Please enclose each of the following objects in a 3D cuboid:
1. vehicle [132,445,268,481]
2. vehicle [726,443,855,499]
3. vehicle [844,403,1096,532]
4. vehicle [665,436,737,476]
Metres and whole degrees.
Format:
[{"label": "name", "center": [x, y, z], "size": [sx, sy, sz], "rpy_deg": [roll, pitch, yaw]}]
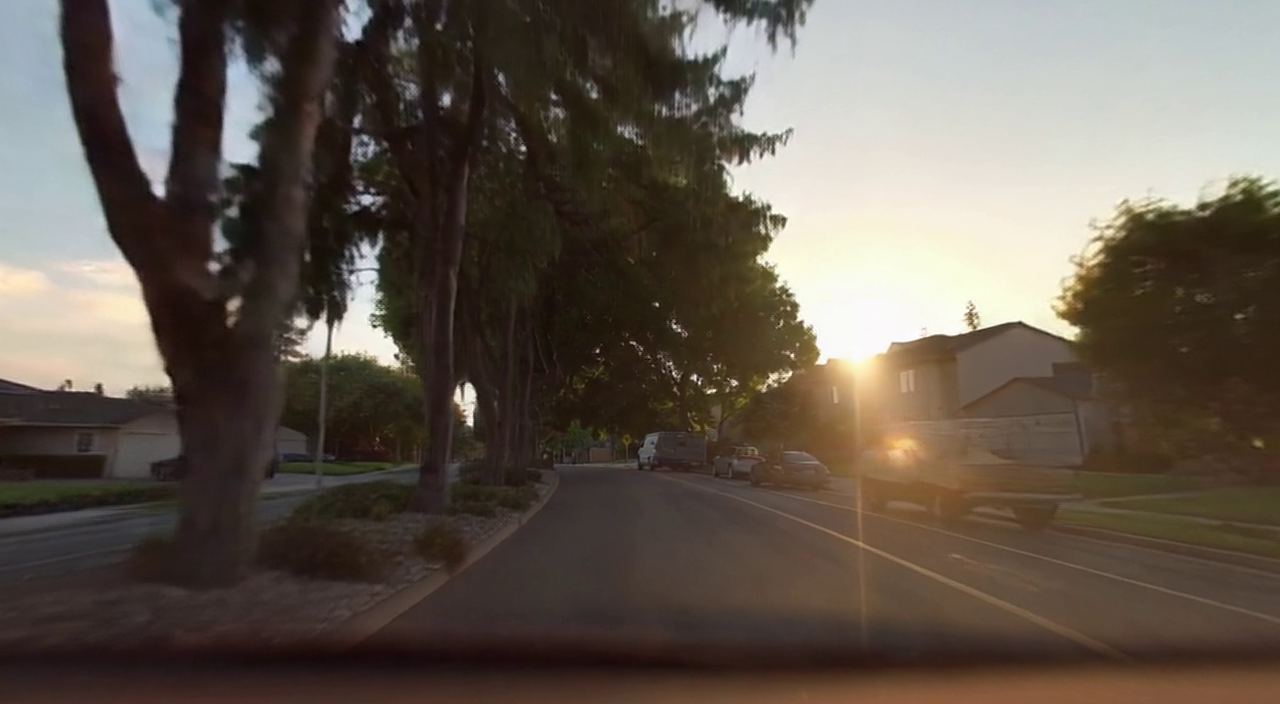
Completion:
[{"label": "vehicle", "center": [-19.514, 4.917, 28.253], "size": [4.502, 1.511, 1.939], "rpy_deg": [2, -9, -13]}, {"label": "vehicle", "center": [5.204, 4.181, 22.804], "size": [2.713, 1.671, 4.939], "rpy_deg": [1, -8, -10]}, {"label": "vehicle", "center": [6.261, 2.265, 12.948], "size": [2.305, 2.111, 4.965], "rpy_deg": [0, -8, -2]}, {"label": "vehicle", "center": [3.367, 6.000, 36.704], "size": [2.670, 2.085, 6.775], "rpy_deg": [1, -8, -7]}]
